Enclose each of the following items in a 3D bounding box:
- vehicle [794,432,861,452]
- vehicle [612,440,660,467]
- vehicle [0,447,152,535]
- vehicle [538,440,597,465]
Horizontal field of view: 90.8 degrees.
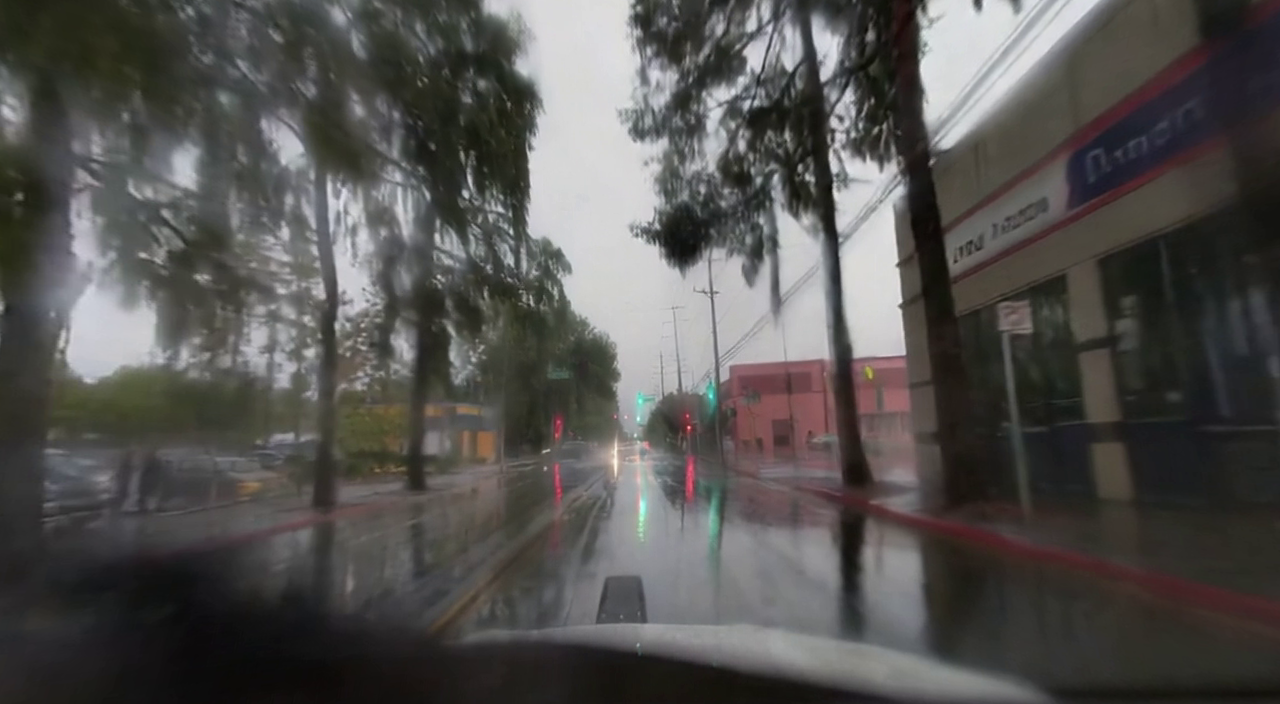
[{"bbox_3d":[14.552,6.983,49.213,4.632,1.484,1.907,0,-8,0],"label":"vehicle"},{"bbox_3d":[-0.323,6.011,37.592,2.118,1.478,4.624,2,-8,-10],"label":"vehicle"},{"bbox_3d":[-13.198,2.837,13.216,4.294,1.634,1.972,0,-8,1],"label":"vehicle"},{"bbox_3d":[-5.564,7.645,48.259,4.472,1.736,1.874,-6,-10,38],"label":"vehicle"}]
